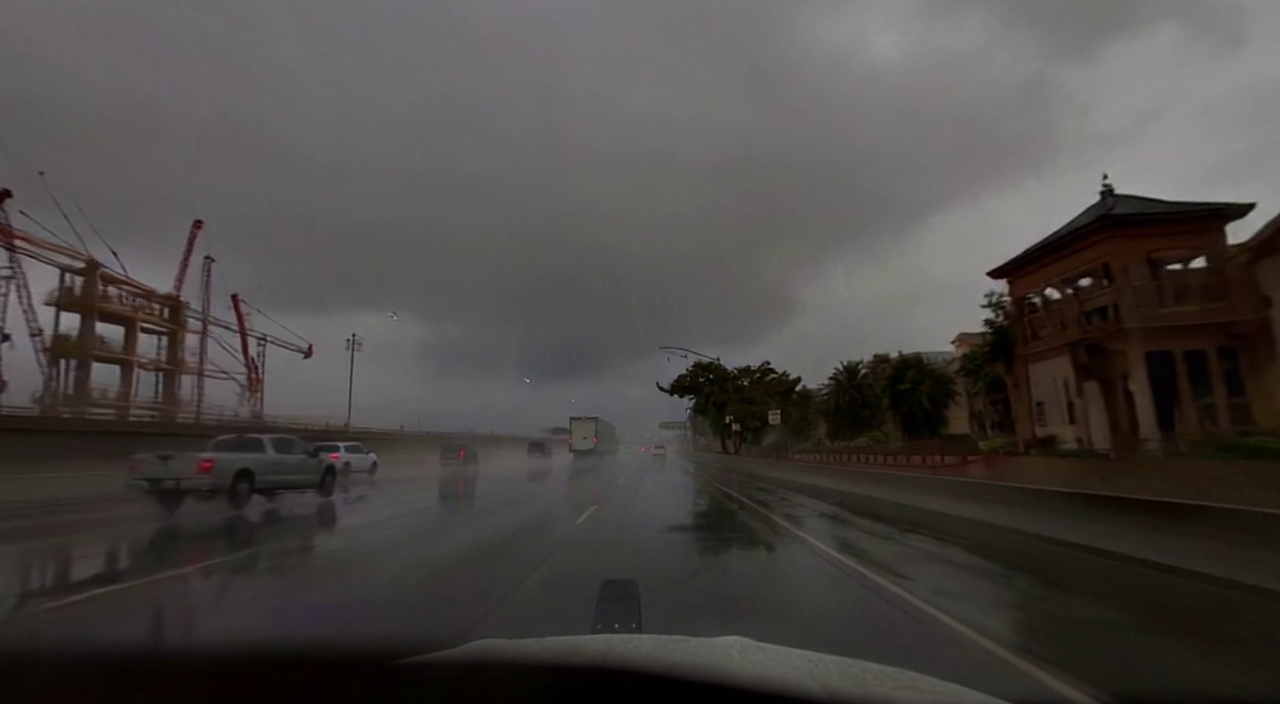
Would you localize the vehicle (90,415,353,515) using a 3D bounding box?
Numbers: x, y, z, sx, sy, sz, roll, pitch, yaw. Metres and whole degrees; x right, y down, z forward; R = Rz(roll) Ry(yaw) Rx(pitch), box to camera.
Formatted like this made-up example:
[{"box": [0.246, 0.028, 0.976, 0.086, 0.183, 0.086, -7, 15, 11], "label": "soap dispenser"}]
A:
[{"box": [-10.158, 2.835, 16.336, 2.394, 2.056, 6.251, 0, -9, 1], "label": "vehicle"}]
